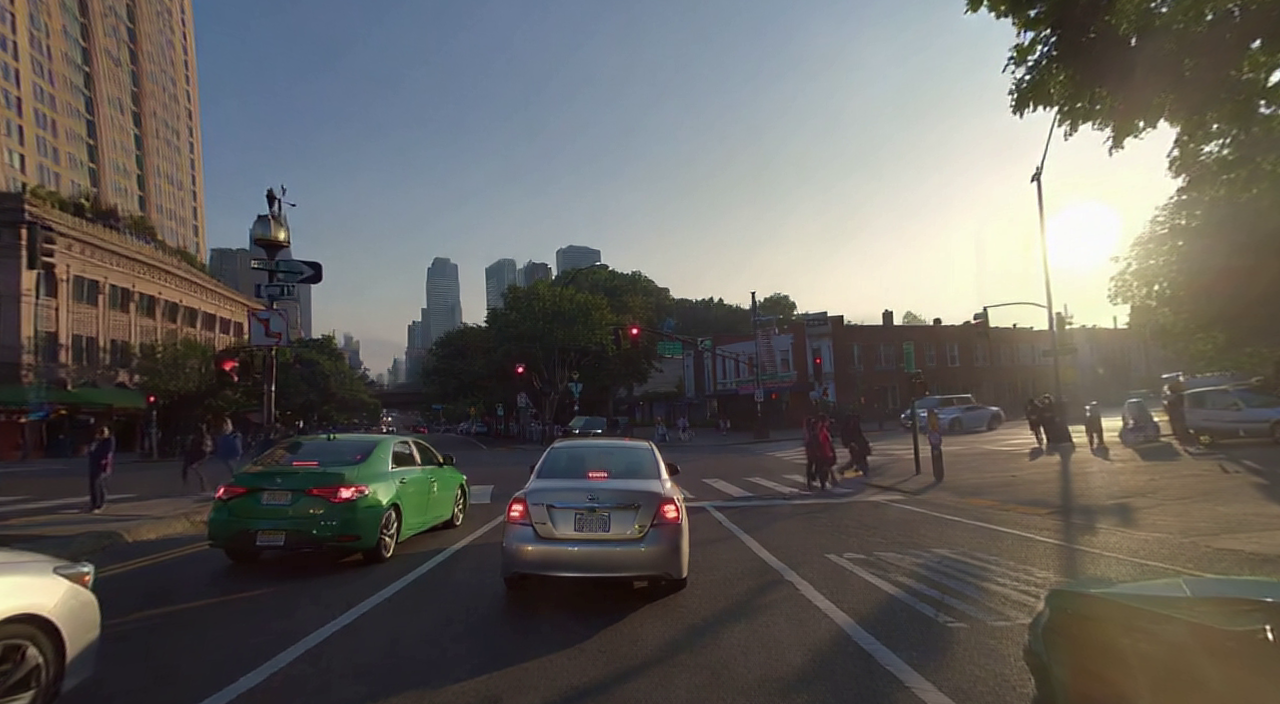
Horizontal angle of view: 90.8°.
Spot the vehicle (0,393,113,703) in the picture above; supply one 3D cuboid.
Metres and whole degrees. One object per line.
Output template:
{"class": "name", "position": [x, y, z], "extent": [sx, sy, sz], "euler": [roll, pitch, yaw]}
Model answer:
{"class": "vehicle", "position": [-3.917, 0.708, 1.192], "extent": [1.995, 1.524, 4.438], "euler": [0, -8, 0]}

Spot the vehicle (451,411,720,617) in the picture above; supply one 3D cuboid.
{"class": "vehicle", "position": [-0.423, 1.499, 6.732], "extent": [1.999, 1.520, 3.896], "euler": [0, -8, -1]}

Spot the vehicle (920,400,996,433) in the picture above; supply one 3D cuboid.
{"class": "vehicle", "position": [19.011, 3.883, 37.695], "extent": [4.657, 1.769, 1.979], "euler": [6, -10, -35]}

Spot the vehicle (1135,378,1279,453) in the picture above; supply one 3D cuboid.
{"class": "vehicle", "position": [21.620, 2.362, 22.885], "extent": [5.863, 2.493, 2.354], "euler": [2, -9, -12]}

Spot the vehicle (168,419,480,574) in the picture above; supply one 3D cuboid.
{"class": "vehicle", "position": [-3.694, 1.756, 8.477], "extent": [1.934, 1.522, 4.287], "euler": [0, -8, 0]}

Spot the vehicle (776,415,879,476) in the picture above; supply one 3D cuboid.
{"class": "vehicle", "position": [5.960, 2.909, 19.732], "extent": [1.958, 1.667, 4.392], "euler": [-5, -10, 30]}
